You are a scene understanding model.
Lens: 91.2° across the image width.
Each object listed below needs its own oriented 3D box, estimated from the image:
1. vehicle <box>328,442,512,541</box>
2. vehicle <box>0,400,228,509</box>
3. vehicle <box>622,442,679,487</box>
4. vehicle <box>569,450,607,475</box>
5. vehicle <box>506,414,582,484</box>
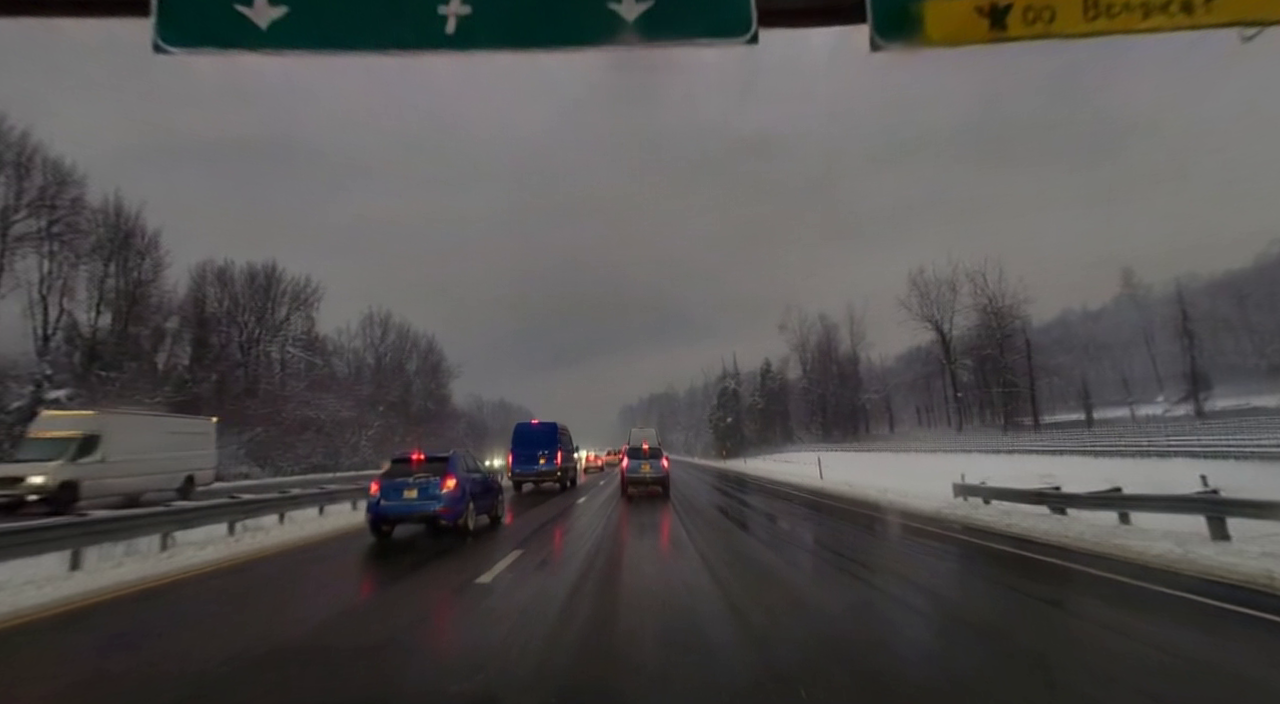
[{"bbox_3d":[-3.790,2.459,11.671,1.977,1.485,3.973,0,-9,0],"label":"vehicle"},{"bbox_3d":[-22.171,4.260,26.389,2.958,3.709,9.339,-1,-9,2],"label":"vehicle"},{"bbox_3d":[0.421,4.626,26.023,2.195,1.679,4.070,0,-9,0],"label":"vehicle"},{"bbox_3d":[-3.292,7.089,40.602,2.015,1.496,4.312,0,-9,1],"label":"vehicle"},{"bbox_3d":[-3.990,4.222,27.279,2.275,2.692,5.810,0,-9,1],"label":"vehicle"}]
